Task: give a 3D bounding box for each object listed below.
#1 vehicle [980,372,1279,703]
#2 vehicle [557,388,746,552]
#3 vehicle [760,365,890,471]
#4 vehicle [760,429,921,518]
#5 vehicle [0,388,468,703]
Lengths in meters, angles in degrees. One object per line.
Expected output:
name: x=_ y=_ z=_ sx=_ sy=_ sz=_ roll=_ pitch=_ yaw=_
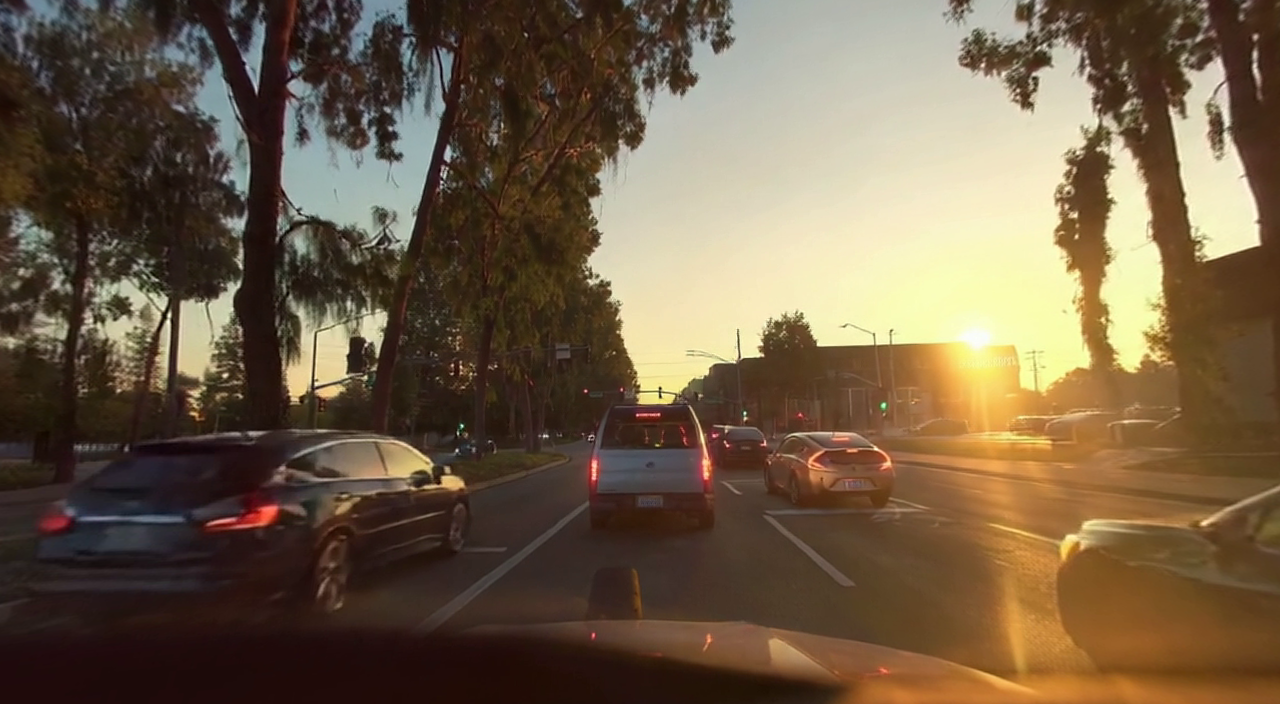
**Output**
vehicle: x=3.218 y=0.789 z=1.890 sx=2.109 sy=1.500 sz=4.585 roll=-1 pitch=-9 yaw=5
vehicle: x=0.222 y=1.718 z=9.645 sx=2.188 sy=1.892 sz=4.488 roll=0 pitch=-9 yaw=2
vehicle: x=7.684 y=3.102 z=27.780 sx=2.965 sy=3.900 sz=9.064 roll=0 pitch=-9 yaw=0
vehicle: x=3.703 y=2.324 z=12.463 sx=1.862 sy=1.451 sz=4.083 roll=0 pitch=-9 yaw=1
vehicle: x=-3.015 y=1.233 z=4.872 sx=2.010 sy=1.515 sz=4.152 roll=0 pitch=-9 yaw=3
